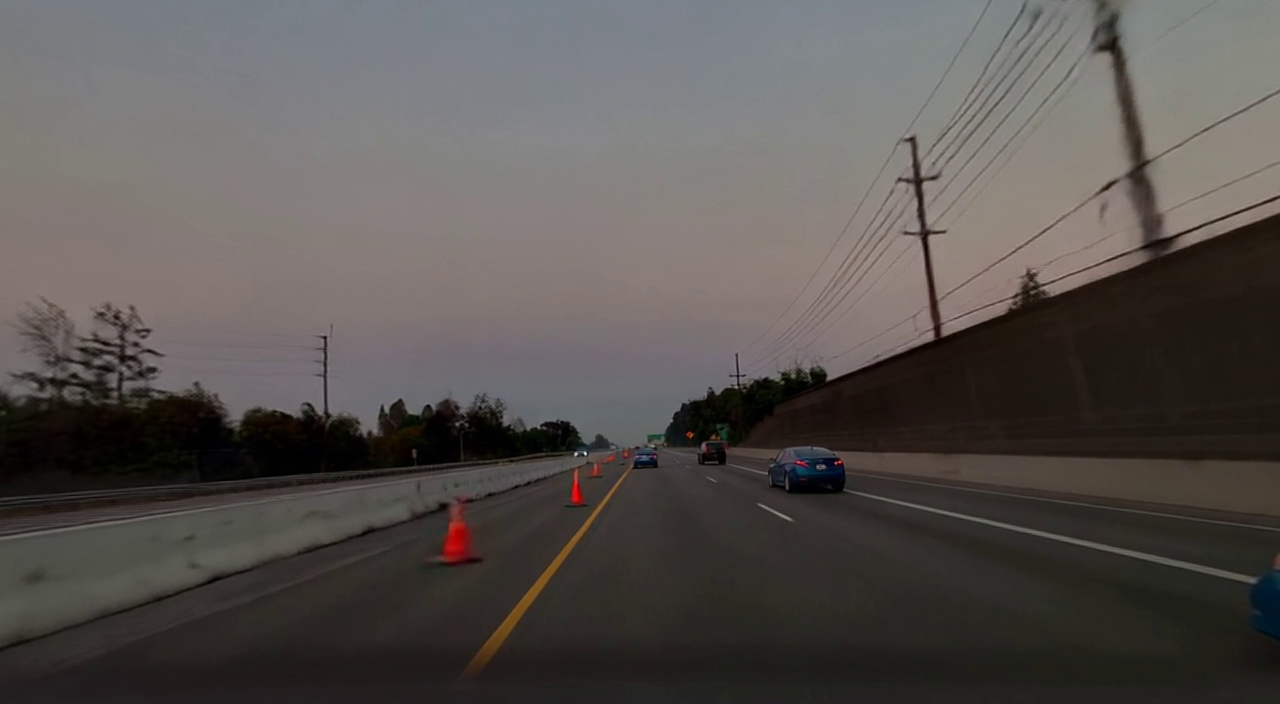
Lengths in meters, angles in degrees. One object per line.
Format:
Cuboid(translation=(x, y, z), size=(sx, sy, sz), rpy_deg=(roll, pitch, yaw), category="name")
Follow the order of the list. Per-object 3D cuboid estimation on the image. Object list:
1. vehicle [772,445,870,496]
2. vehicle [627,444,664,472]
Cuboid(translation=(5.501, 3.632, 19.769), size=(1.881, 1.409, 4.016), rpy_deg=(0, -8, 0), category="vehicle")
Cuboid(translation=(0.353, 6.381, 38.184), size=(2.096, 1.583, 4.150), rpy_deg=(0, -8, 1), category="vehicle")
